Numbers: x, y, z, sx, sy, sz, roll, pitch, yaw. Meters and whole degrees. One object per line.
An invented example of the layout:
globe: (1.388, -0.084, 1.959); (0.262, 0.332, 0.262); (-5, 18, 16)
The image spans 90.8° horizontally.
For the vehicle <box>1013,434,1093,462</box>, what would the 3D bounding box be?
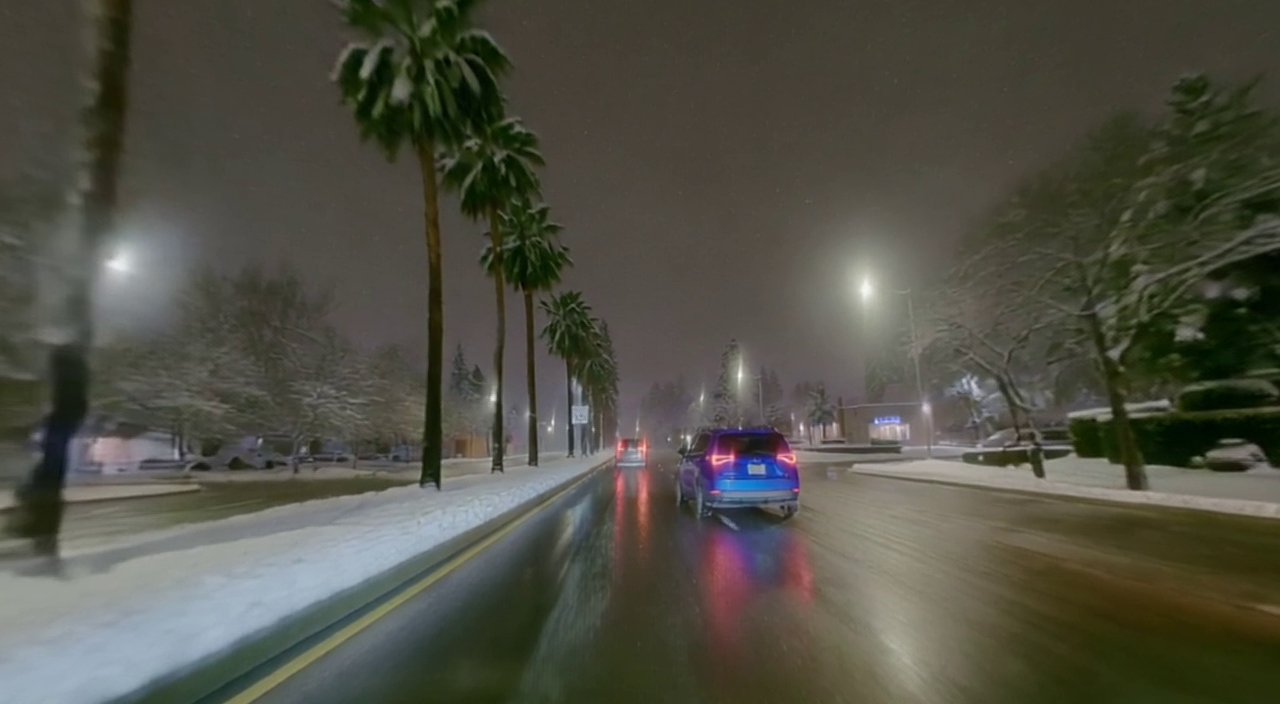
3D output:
vehicle: (23.957, 5.601, 36.803); (2.004, 1.519, 3.714); (0, -8, -3)

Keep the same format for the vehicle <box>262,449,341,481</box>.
vehicle: (-19.799, 6.618, 37.219); (2.029, 1.723, 4.639); (0, -8, 1)

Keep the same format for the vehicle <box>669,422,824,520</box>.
vehicle: (1.959, 2.391, 13.217); (2.239, 1.693, 4.301); (0, -8, -4)

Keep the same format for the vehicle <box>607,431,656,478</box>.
vehicle: (-0.350, 4.388, 27.318); (1.981, 1.854, 3.983); (0, -8, 0)

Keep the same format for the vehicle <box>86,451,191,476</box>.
vehicle: (-32.116, 7.133, 40.536); (4.903, 1.451, 2.031); (0, -8, -2)

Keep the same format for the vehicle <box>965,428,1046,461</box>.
vehicle: (21.168, 5.404, 36.860); (1.894, 1.784, 4.571); (-1, -8, -1)
